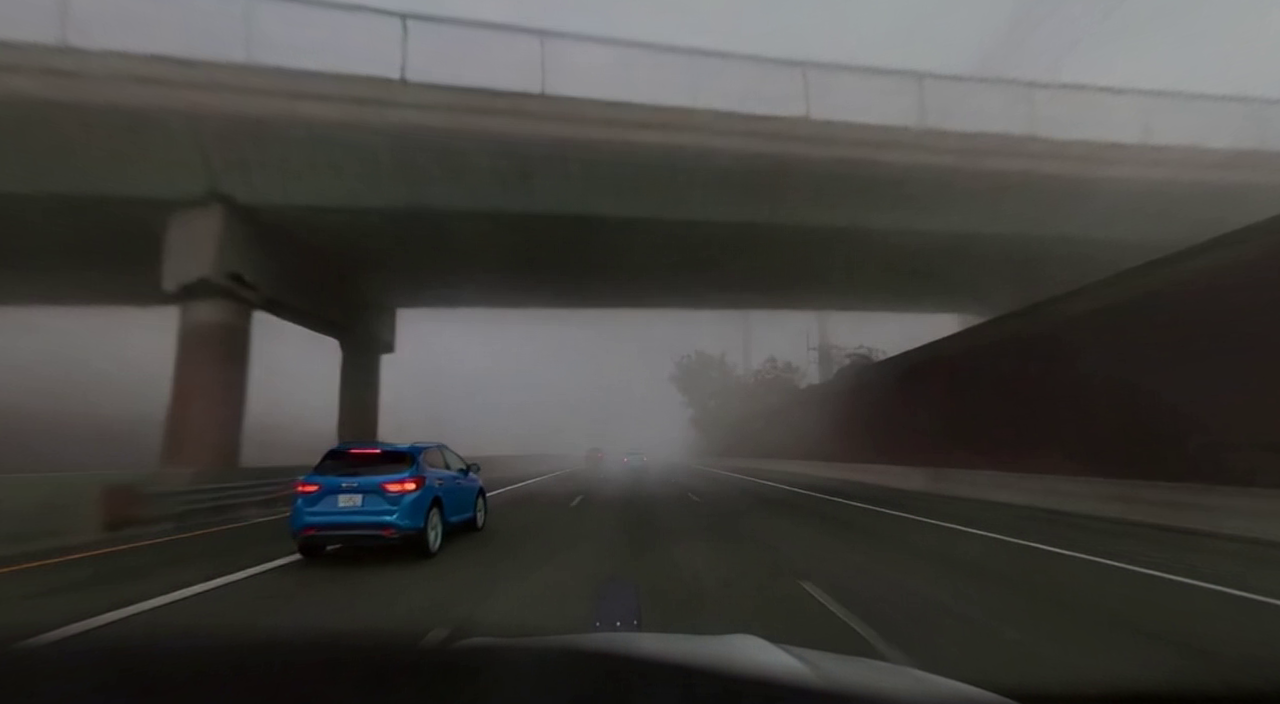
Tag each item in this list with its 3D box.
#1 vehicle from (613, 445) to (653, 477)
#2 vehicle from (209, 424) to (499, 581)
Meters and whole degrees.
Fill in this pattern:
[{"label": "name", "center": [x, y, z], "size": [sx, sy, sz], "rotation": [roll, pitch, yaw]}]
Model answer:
[{"label": "vehicle", "center": [-0.365, 5.799, 33.559], "size": [2.004, 1.615, 4.113], "rotation": [0, -9, -1]}, {"label": "vehicle", "center": [-3.332, 1.823, 8.353], "size": [1.987, 1.548, 3.981], "rotation": [0, -9, -1]}]
